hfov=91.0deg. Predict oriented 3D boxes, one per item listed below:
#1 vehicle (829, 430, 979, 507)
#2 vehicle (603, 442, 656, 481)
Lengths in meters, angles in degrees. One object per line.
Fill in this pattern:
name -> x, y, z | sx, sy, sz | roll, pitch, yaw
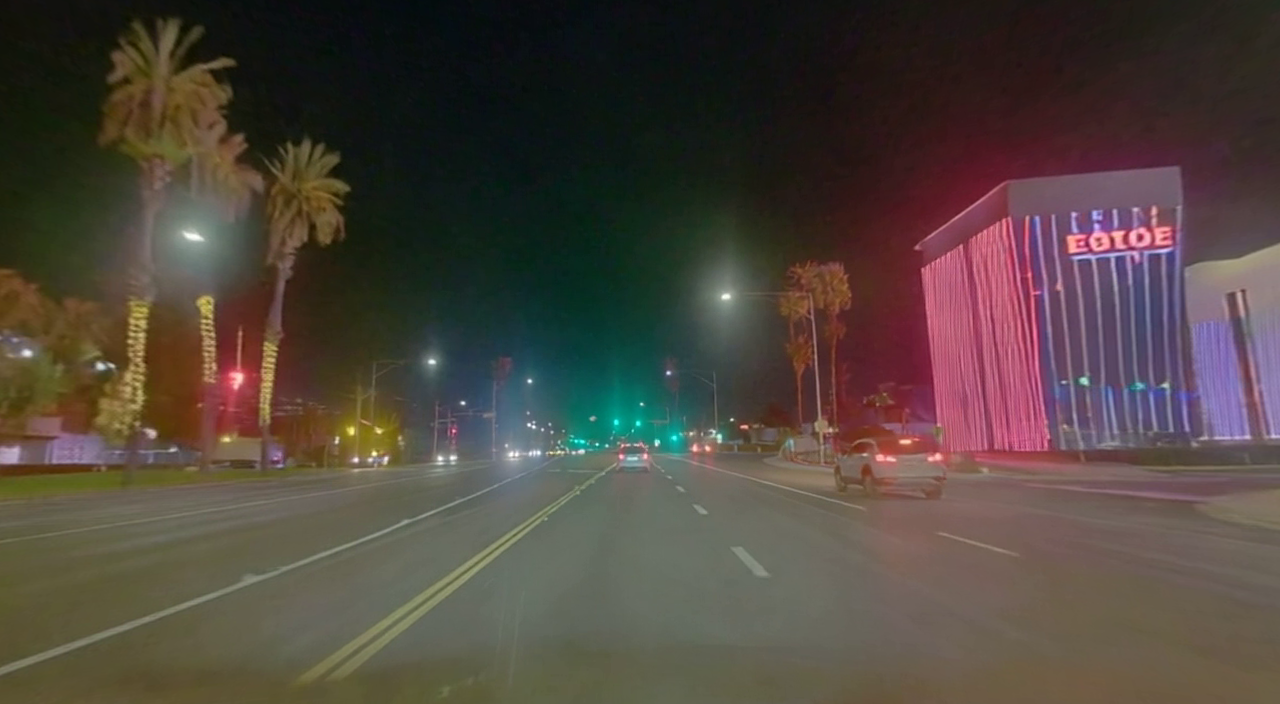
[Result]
vehicle -> 6.350, 2.826, 15.713 | 1.949, 1.647, 3.894 | 0, -8, -2
vehicle -> -0.401, 4.354, 25.300 | 1.970, 1.402, 3.756 | 0, -8, -1
